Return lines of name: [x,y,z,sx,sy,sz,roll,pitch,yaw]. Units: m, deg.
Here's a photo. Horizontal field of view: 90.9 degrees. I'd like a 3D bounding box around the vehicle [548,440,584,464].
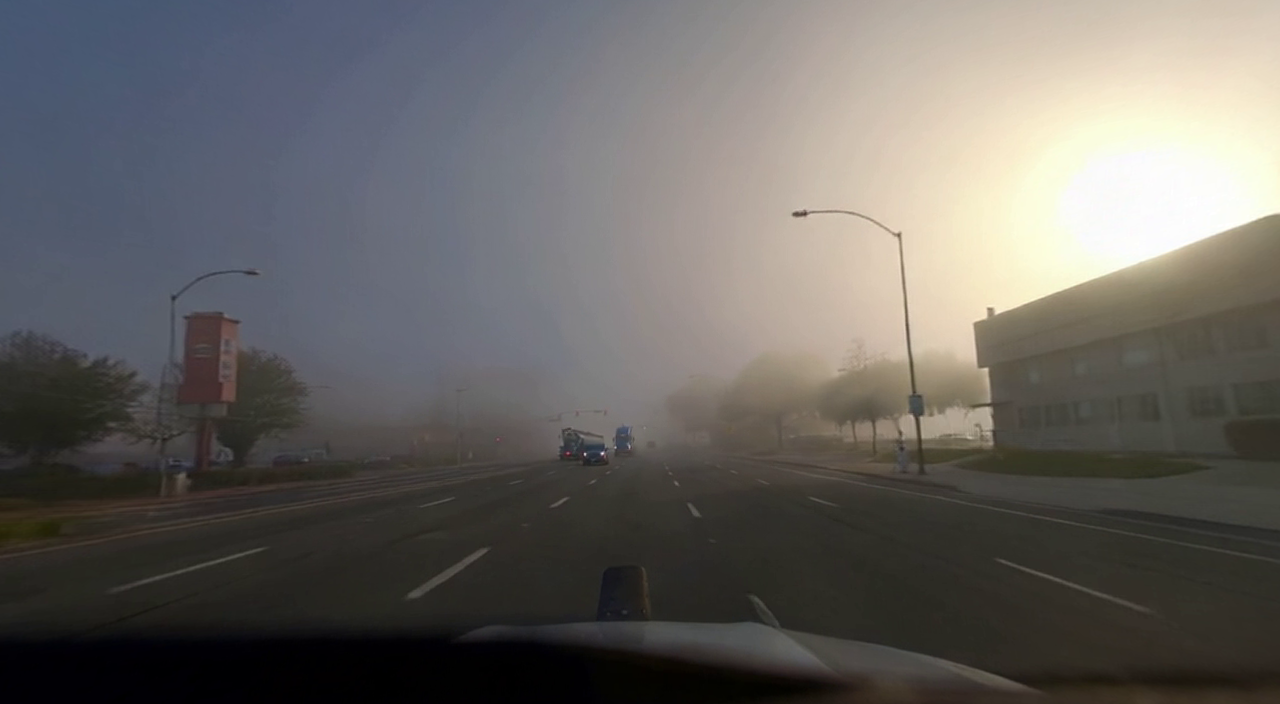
vehicle: [-5.609,7.669,48.384,2.179,1.750,4.621,0,-8,0]
